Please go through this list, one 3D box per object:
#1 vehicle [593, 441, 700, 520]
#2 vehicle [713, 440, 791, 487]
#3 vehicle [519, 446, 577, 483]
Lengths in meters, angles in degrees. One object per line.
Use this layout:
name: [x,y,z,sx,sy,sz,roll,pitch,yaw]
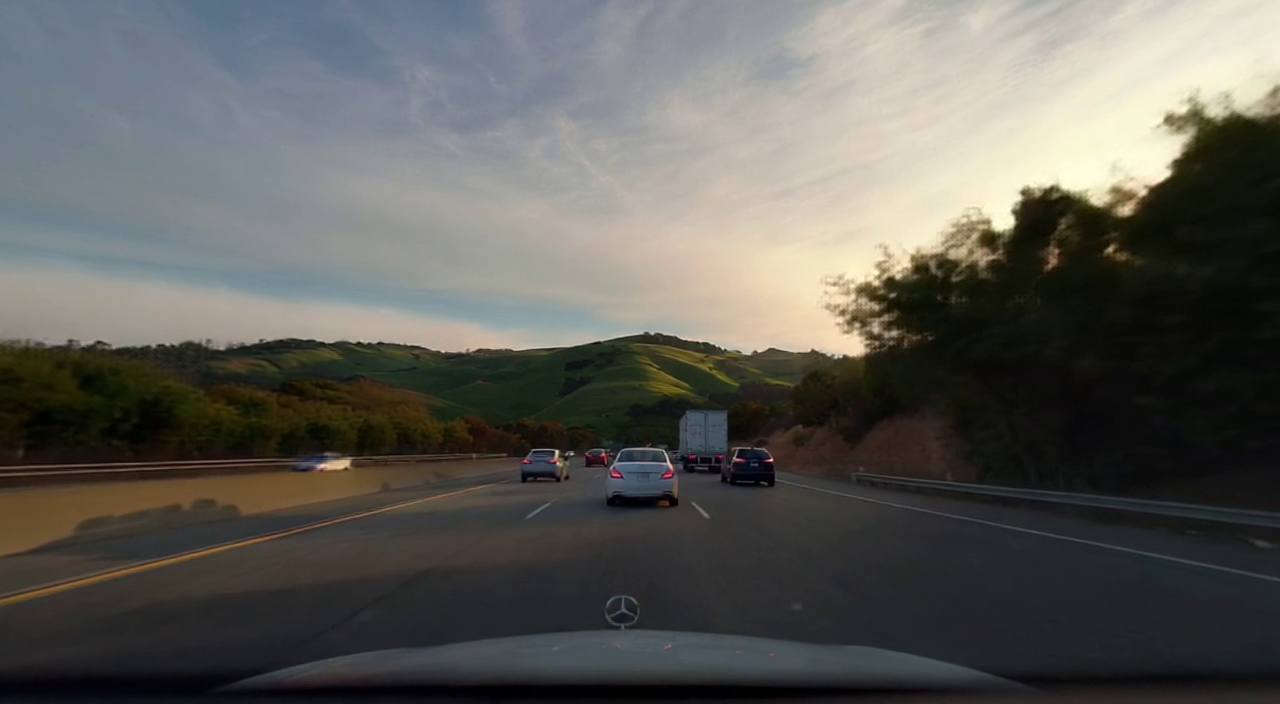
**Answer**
vehicle: [0.128,2.739,13.896,2.041,1.484,3.535,0,-9,0]
vehicle: [4.075,4.145,23.656,2.029,1.579,4.484,0,-9,-1]
vehicle: [-3.910,4.855,27.391,1.848,1.486,3.832,-1,-9,2]
